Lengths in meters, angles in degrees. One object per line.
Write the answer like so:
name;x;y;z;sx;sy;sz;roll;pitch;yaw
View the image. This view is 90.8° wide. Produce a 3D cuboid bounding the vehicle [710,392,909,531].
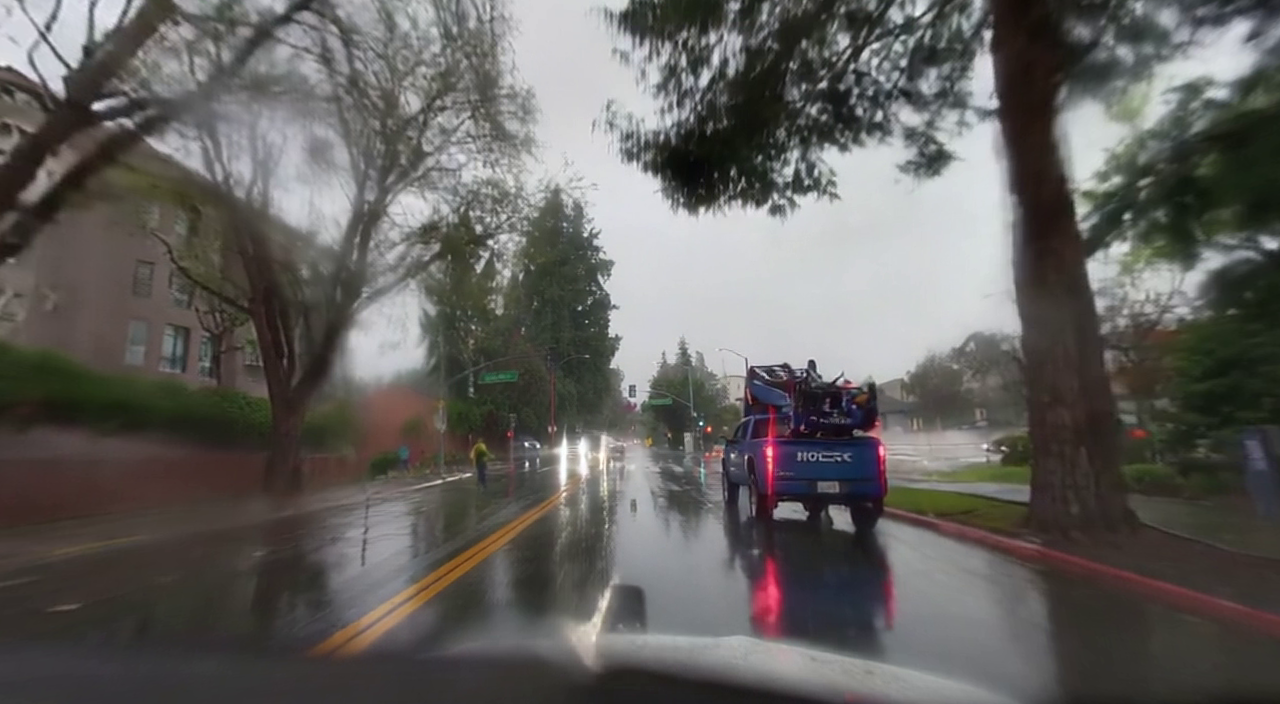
vehicle;2.777;1.996;12.001;2.177;2.015;5.463;0;-8;-1
